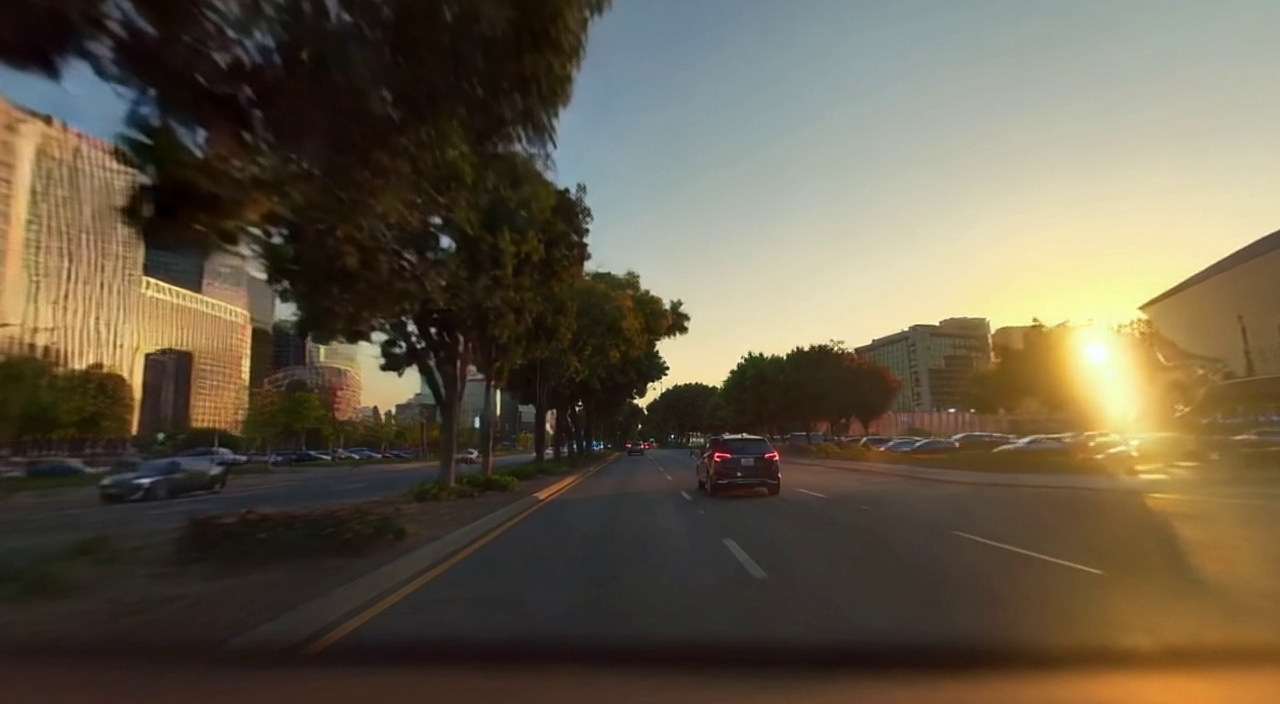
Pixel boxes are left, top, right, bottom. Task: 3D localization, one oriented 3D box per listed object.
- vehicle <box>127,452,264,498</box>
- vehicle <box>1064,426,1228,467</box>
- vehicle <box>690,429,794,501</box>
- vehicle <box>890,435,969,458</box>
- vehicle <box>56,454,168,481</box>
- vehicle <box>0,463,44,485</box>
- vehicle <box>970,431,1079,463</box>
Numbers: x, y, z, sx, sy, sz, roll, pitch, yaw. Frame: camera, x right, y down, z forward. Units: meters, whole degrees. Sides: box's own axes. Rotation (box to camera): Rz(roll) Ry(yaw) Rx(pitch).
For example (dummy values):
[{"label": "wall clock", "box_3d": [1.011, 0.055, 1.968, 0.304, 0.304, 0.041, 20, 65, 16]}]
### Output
[{"label": "vehicle", "box_3d": [-16.386, 4.508, 23.638, 1.927, 1.492, 4.347, 0, -8, 0]}, {"label": "vehicle", "box_3d": [19.556, 3.668, 24.590, 4.584, 1.503, 1.942, 0, -8, 2]}, {"label": "vehicle", "box_3d": [2.563, 2.955, 16.939, 1.963, 1.677, 4.229, 0, -8, -1]}, {"label": "vehicle", "box_3d": [19.799, 6.477, 43.325, 4.518, 1.501, 1.902, 0, -8, 0]}, {"label": "vehicle", "box_3d": [-29.287, 6.415, 35.176, 4.340, 1.422, 1.976, 1, -8, -5]}, {"label": "vehicle", "box_3d": [-42.647, 8.163, 42.335, 3.598, 1.432, 1.688, 0, -8, 1]}, {"label": "vehicle", "box_3d": [19.701, 4.883, 32.536, 4.227, 1.567, 2.034, 0, -8, 1]}]
